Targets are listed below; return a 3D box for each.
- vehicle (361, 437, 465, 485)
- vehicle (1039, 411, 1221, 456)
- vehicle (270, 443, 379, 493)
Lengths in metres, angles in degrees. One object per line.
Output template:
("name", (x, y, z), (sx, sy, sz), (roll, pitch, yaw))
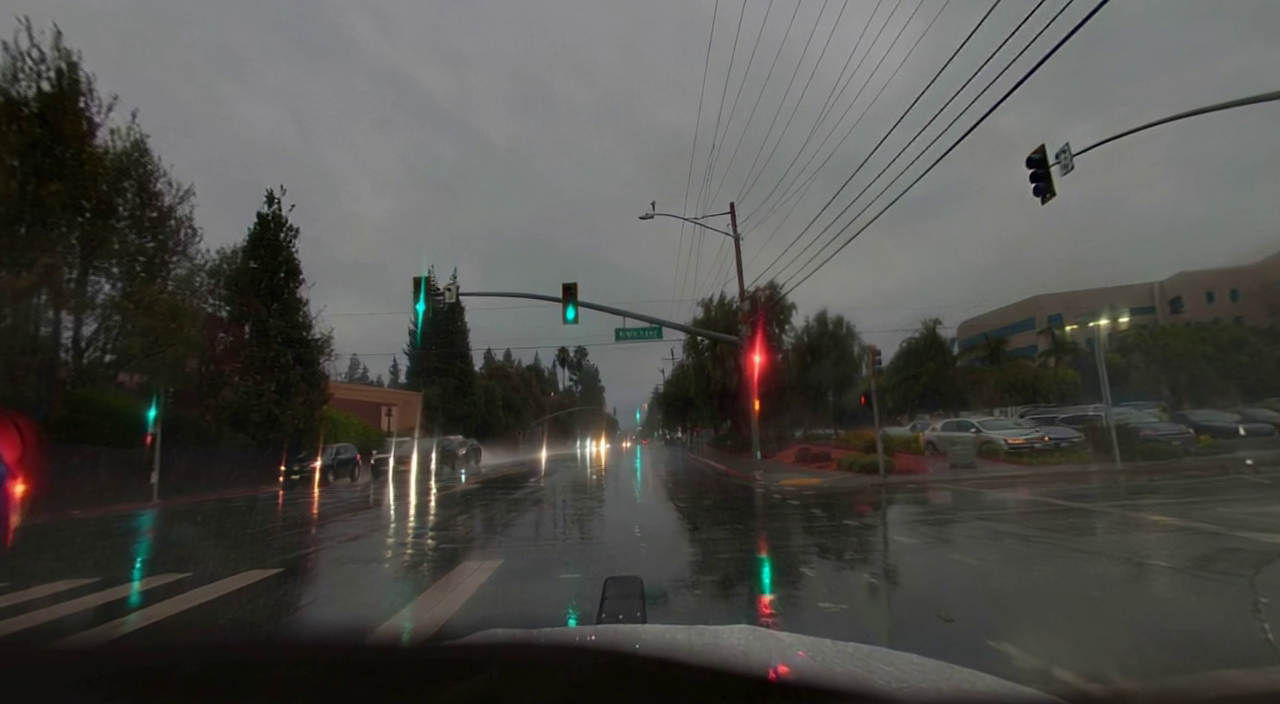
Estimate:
("vehicle", (-10.173, 4.928, 28.979), (2.664, 1.940, 5.702), (0, -9, 0))
("vehicle", (16.930, 2.905, 22.121), (4.560, 1.453, 1.851), (-3, -9, 18))
("vehicle", (-13.785, 5.069, 28.053), (2.306, 1.957, 4.968), (0, -9, -1))
